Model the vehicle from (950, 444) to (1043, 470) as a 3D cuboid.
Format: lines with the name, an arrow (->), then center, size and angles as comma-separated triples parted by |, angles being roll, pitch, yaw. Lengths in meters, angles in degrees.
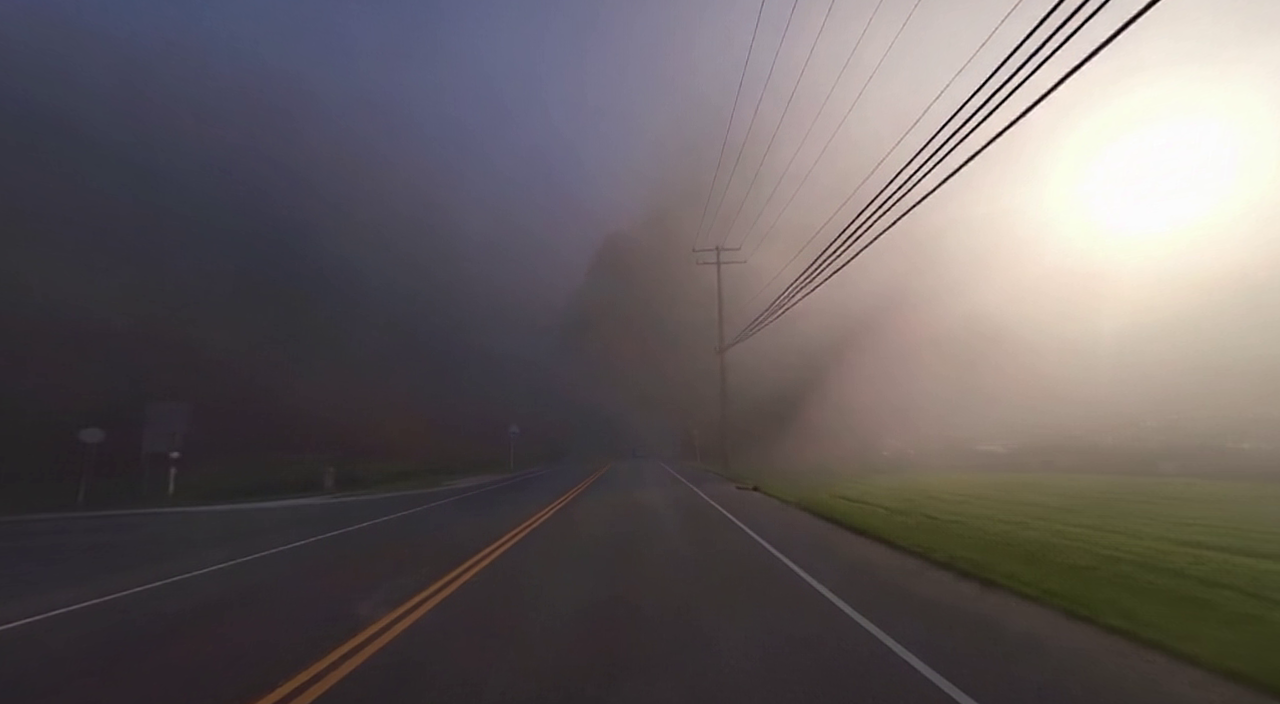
vehicle -> 21.761, 6.457, 38.579 | 4.438, 1.499, 1.909 | -1, -10, 4

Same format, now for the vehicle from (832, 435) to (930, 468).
vehicle -> 15.855, 6.578, 41.780 | 5.494, 2.011, 2.421 | -2, -9, 5
